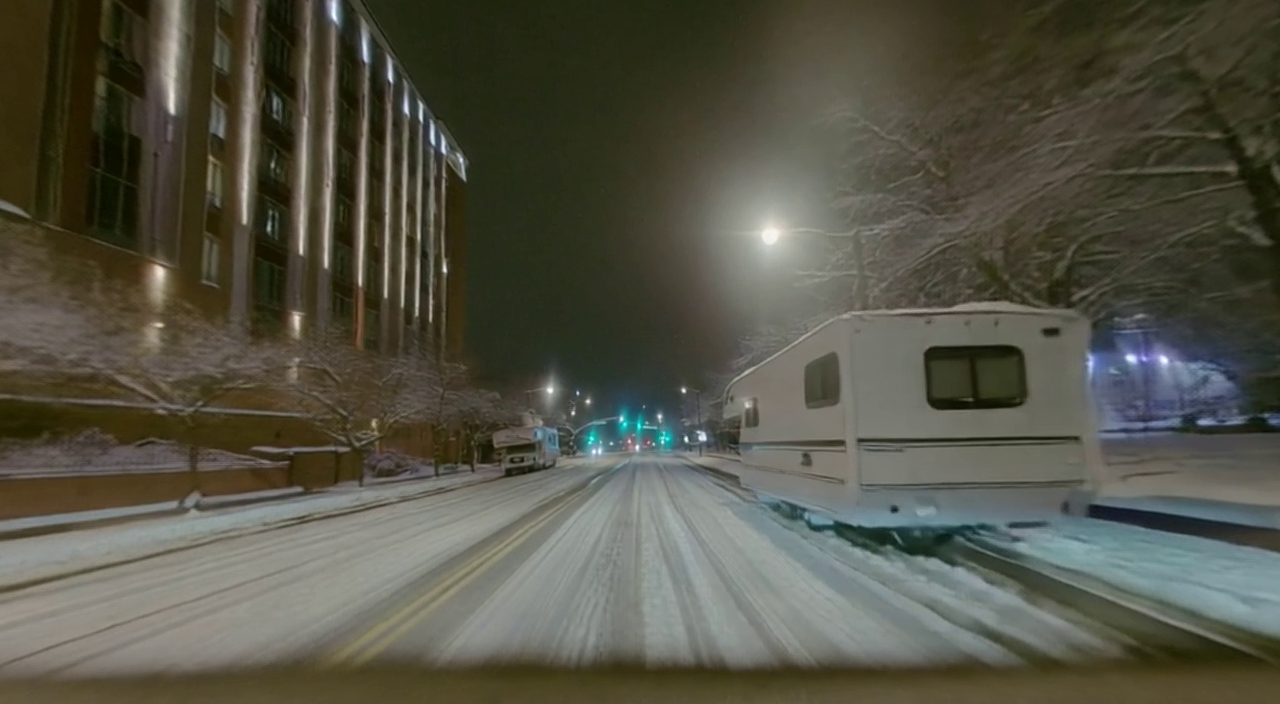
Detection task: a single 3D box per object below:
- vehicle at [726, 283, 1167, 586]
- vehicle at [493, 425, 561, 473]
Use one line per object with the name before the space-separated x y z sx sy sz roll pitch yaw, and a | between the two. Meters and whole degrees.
vehicle | 3.742 1.416 10.939 3.074 3.099 8.805 1 -8 -1
vehicle | -7.103 6.164 40.856 3.108 2.771 7.999 0 -7 -1
